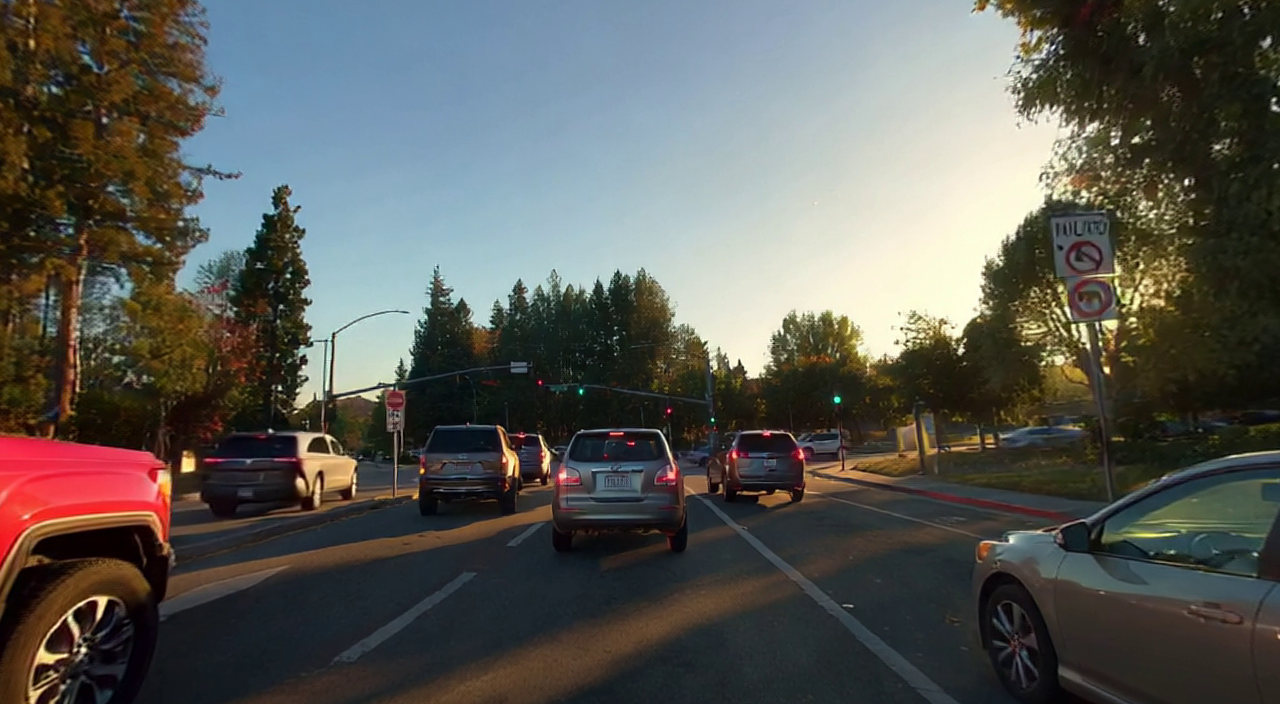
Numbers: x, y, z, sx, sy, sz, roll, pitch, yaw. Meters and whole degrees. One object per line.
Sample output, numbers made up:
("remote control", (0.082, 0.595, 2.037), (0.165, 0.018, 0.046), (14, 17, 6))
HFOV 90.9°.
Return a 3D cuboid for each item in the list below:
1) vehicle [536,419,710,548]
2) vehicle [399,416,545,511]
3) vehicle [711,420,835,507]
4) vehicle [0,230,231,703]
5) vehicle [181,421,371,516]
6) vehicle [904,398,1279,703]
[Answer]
("vehicle", (-0.229, 1.941, 9.874), (2.194, 1.607, 3.690), (0, -8, 0))
("vehicle", (-3.642, 2.522, 14.659), (2.089, 1.857, 4.488), (0, -8, 1))
("vehicle", (3.121, 2.738, 15.904), (2.102, 1.841, 4.587), (0, -8, 0))
("vehicle", (-3.488, 0.348, 0.315), (2.656, 2.021, 5.800), (0, -8, 0))
("vehicle", (-8.109, 2.618, 14.727), (2.256, 1.799, 4.831), (1, -9, -10))
("vehicle", (3.014, 0.963, 2.512), (1.874, 1.477, 4.698), (0, -8, 0))
